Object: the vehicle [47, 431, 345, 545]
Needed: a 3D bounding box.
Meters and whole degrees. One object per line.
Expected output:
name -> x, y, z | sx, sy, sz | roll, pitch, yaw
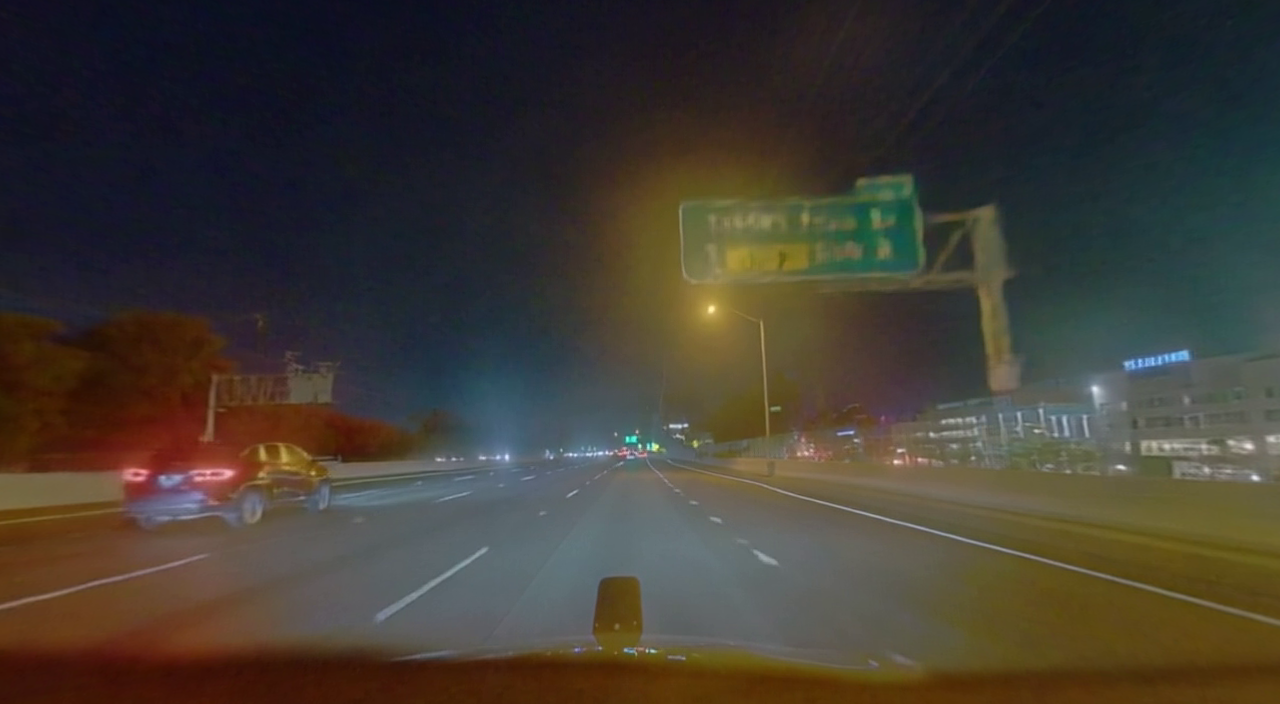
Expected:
vehicle -> -7.579, 2.337, 11.557 | 2.140, 1.626, 4.457 | 1, -9, 1
